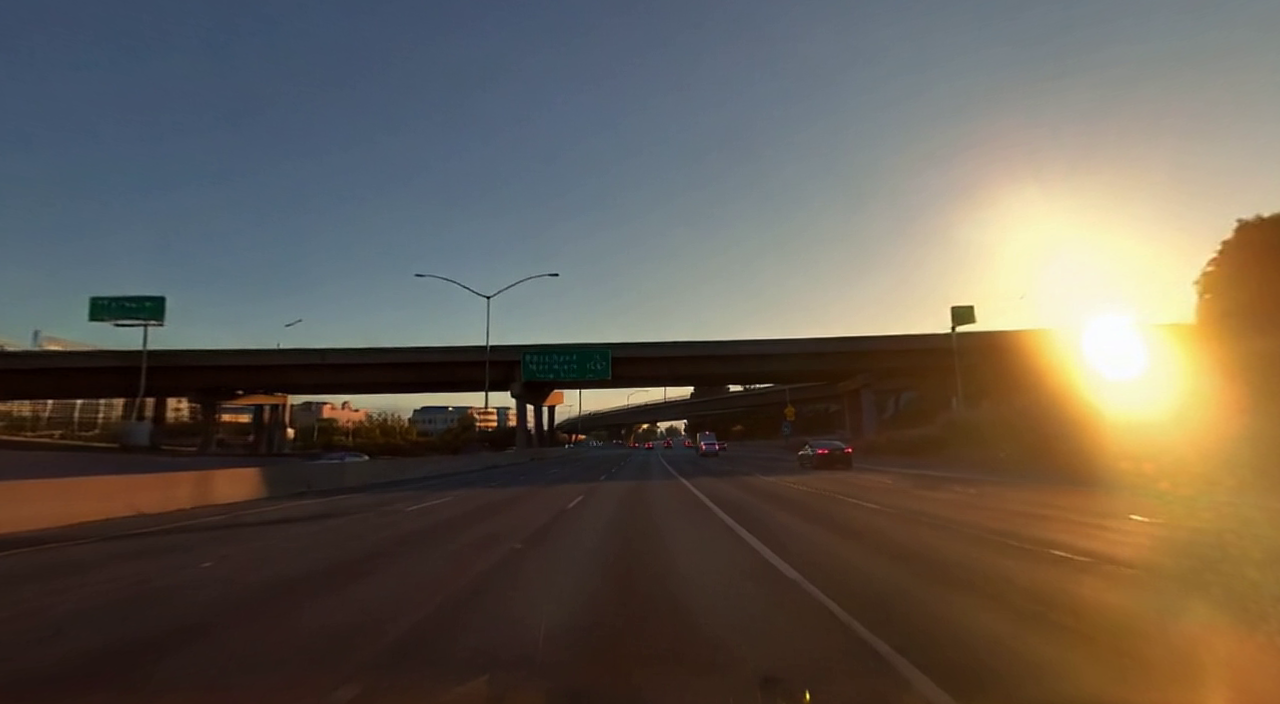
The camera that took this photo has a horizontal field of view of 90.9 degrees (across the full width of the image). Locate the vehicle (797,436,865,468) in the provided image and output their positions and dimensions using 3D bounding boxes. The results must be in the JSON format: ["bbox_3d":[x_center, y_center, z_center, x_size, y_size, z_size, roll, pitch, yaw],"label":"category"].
[{"bbox_3d":[9.839,5.176,32.824,2.000,1.514,4.585,0,-9,-1],"label":"vehicle"}]
